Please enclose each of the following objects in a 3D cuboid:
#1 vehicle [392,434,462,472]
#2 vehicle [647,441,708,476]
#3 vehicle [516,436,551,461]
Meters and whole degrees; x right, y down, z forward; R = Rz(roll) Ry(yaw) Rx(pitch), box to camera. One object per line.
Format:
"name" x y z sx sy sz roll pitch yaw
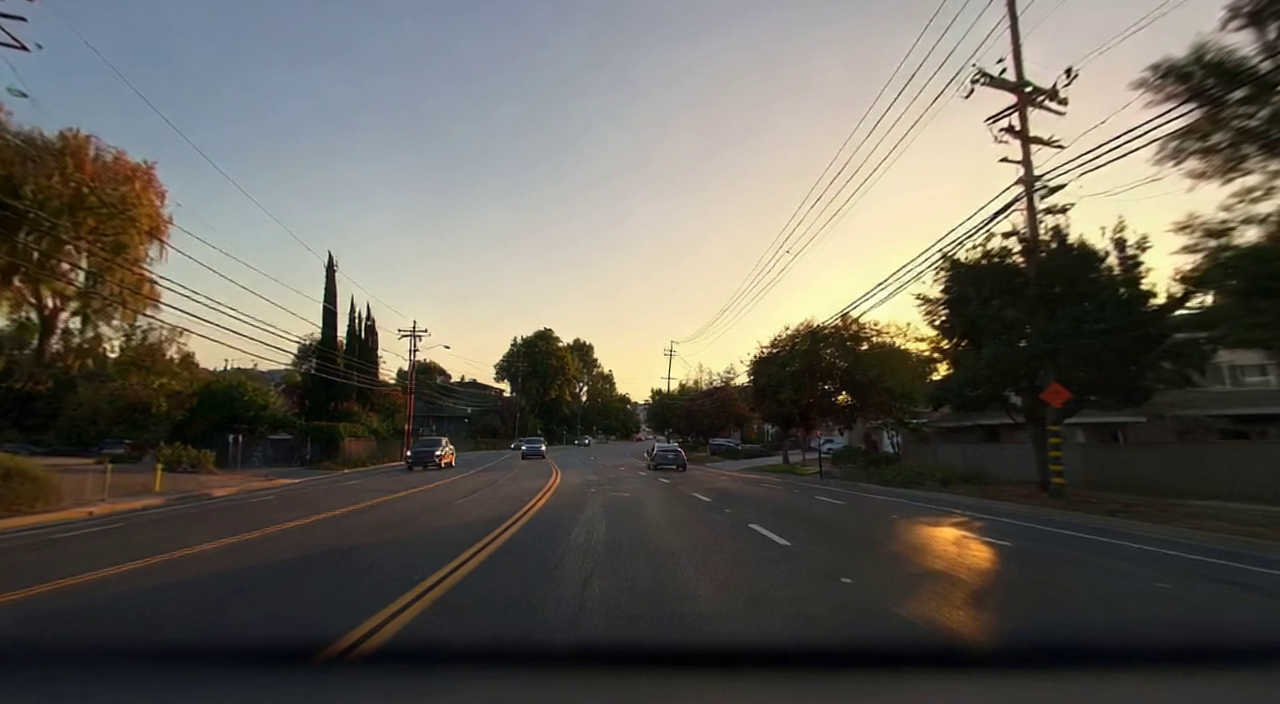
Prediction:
"vehicle" -9.919 4.741 29.760 2.169 1.656 4.378 0 -9 -6
"vehicle" 1.612 4.844 28.775 1.982 1.451 4.152 1 -9 -7
"vehicle" -7.860 7.174 46.909 2.205 1.769 4.589 0 -9 -5
